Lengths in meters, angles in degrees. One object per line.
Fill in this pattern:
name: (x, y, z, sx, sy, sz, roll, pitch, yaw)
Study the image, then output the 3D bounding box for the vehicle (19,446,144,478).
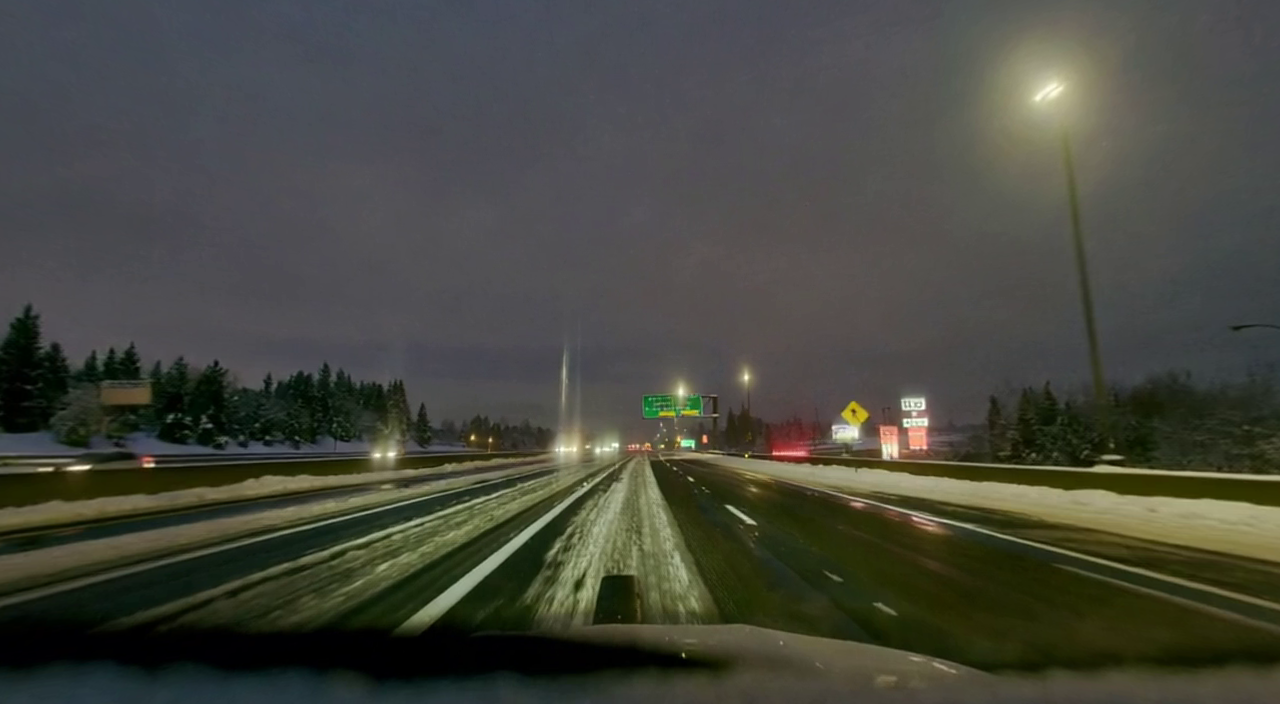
vehicle: (-28.653, 5.650, 32.733, 1.874, 1.502, 5.025, 0, -9, 1)
